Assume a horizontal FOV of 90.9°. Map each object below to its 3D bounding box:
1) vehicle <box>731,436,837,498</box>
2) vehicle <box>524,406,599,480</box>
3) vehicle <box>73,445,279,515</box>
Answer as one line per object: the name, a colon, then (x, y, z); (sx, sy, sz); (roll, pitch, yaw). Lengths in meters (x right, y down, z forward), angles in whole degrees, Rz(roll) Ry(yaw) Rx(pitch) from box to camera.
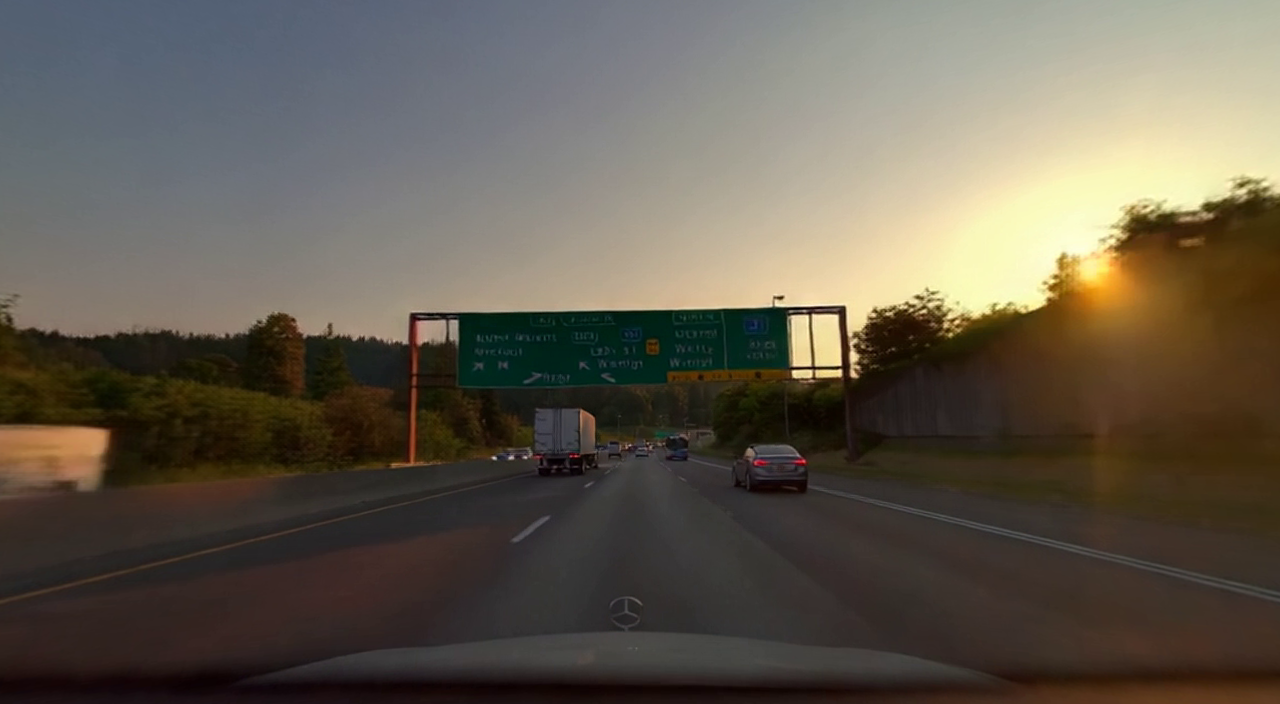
vehicle: (3.928, 3.219, 17.917); (1.983, 1.545, 4.038); (0, -9, -1)
vehicle: (-3.607, 4.473, 30.771); (2.667, 3.195, 6.731); (0, -9, 1)
vehicle: (-11.057, 3.045, 15.471); (1.924, 1.478, 3.996); (0, -9, 1)
